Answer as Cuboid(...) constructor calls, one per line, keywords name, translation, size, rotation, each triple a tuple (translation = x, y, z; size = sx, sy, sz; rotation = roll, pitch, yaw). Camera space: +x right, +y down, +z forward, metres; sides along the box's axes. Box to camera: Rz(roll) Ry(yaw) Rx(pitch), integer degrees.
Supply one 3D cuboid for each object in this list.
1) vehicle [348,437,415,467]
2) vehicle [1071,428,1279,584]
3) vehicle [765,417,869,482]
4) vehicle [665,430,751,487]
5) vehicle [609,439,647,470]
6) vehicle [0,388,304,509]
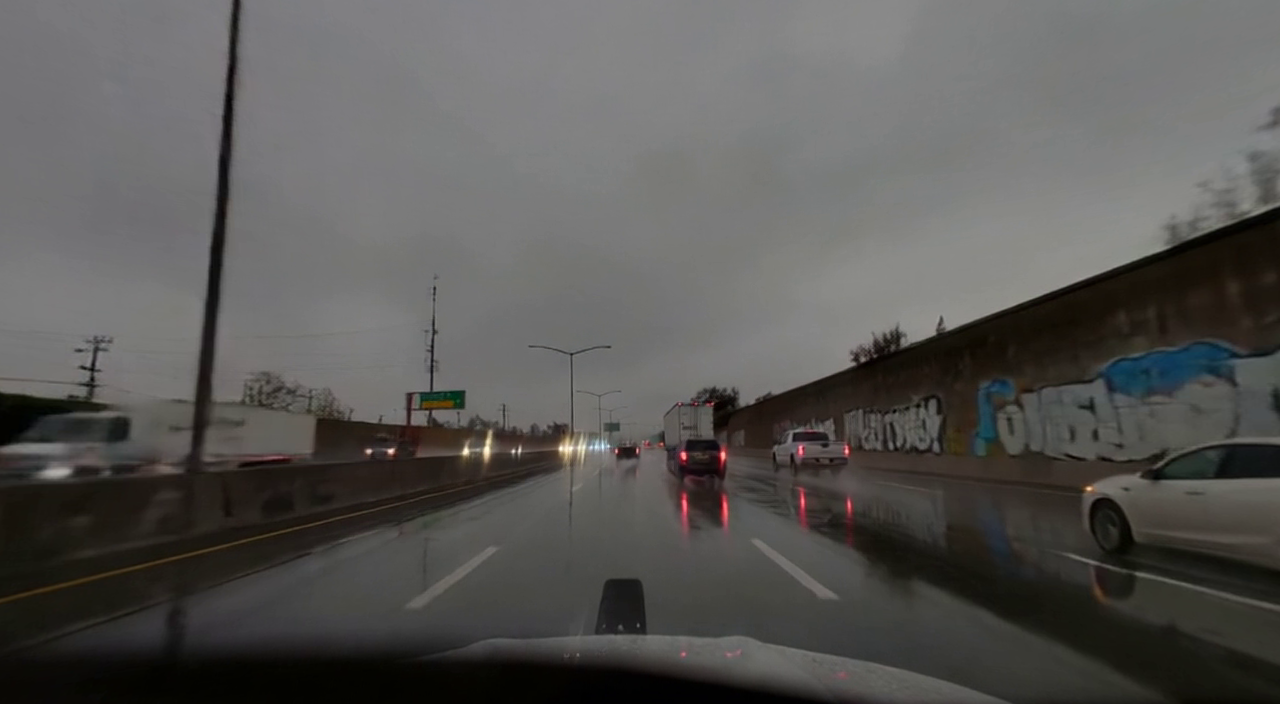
Cuboid(name="vehicle", translation=(-17.457, 6.769, 43.018), size=(2.272, 1.893, 5.579), rotation=(0, -9, -1))
Cuboid(name="vehicle", translation=(7.083, 1.543, 6.497), size=(1.915, 1.476, 4.677), rotation=(0, -9, -1))
Cuboid(name="vehicle", translation=(7.086, 4.042, 26.290), size=(2.322, 2.360, 6.433), rotation=(0, -9, -1))
Cuboid(name="vehicle", translation=(2.317, 3.848, 23.129), size=(2.249, 1.843, 5.176), rotation=(0, -9, -4))
Cuboid(name="vehicle", translation=(-0.711, 5.931, 36.683), size=(2.073, 1.640, 3.990), rotation=(0, -9, -1))
Cuboid(name="vehicle", translation=(-13.893, 2.906, 19.109), size=(2.889, 2.851, 8.281), rotation=(0, -9, 0))
